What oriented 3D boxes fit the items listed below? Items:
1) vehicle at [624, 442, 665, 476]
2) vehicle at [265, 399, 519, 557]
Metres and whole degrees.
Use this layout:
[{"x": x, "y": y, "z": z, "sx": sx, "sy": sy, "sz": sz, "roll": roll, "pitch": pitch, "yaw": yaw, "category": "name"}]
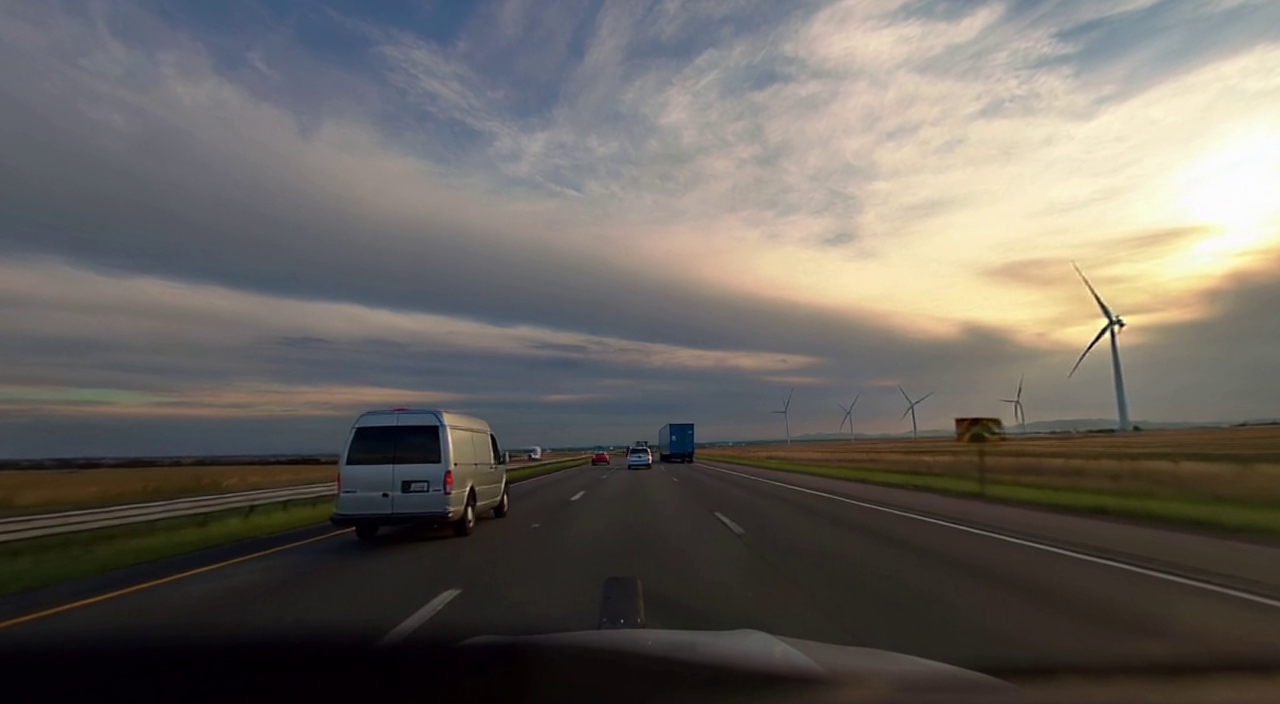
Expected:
[{"x": 0.250, "y": 5.789, "z": 34.156, "sx": 2.083, "sy": 1.689, "sz": 4.083, "roll": 0, "pitch": -9, "yaw": 0, "category": "vehicle"}, {"x": -3.590, "y": 1.952, "z": 10.377, "sx": 2.238, "sy": 1.984, "sz": 4.650, "roll": 0, "pitch": -9, "yaw": 0, "category": "vehicle"}]
